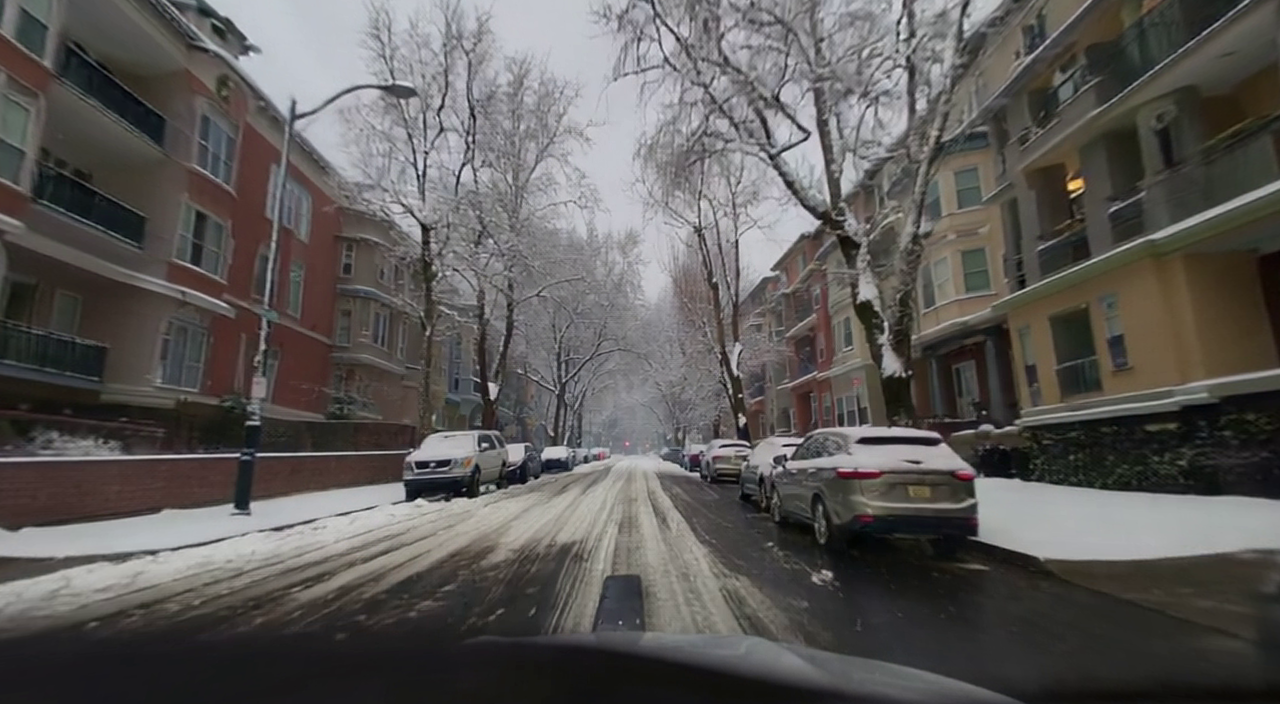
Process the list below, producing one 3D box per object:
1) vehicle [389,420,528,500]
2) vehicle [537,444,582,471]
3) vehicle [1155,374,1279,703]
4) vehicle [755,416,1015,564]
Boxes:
[{"bbox_3d":[-5.530,3.495,20.333,2.596,2.152,5.689,-1,-10,2],"label":"vehicle"},{"bbox_3d":[-5.450,7.266,43.627,2.222,1.735,5.215,-1,-8,2],"label":"vehicle"},{"bbox_3d":[3.641,0.631,0.494,2.184,1.661,4.940,0,-8,-2],"label":"vehicle"},{"bbox_3d":[3.473,2.073,10.357,2.216,1.790,5.077,0,-8,0],"label":"vehicle"}]
